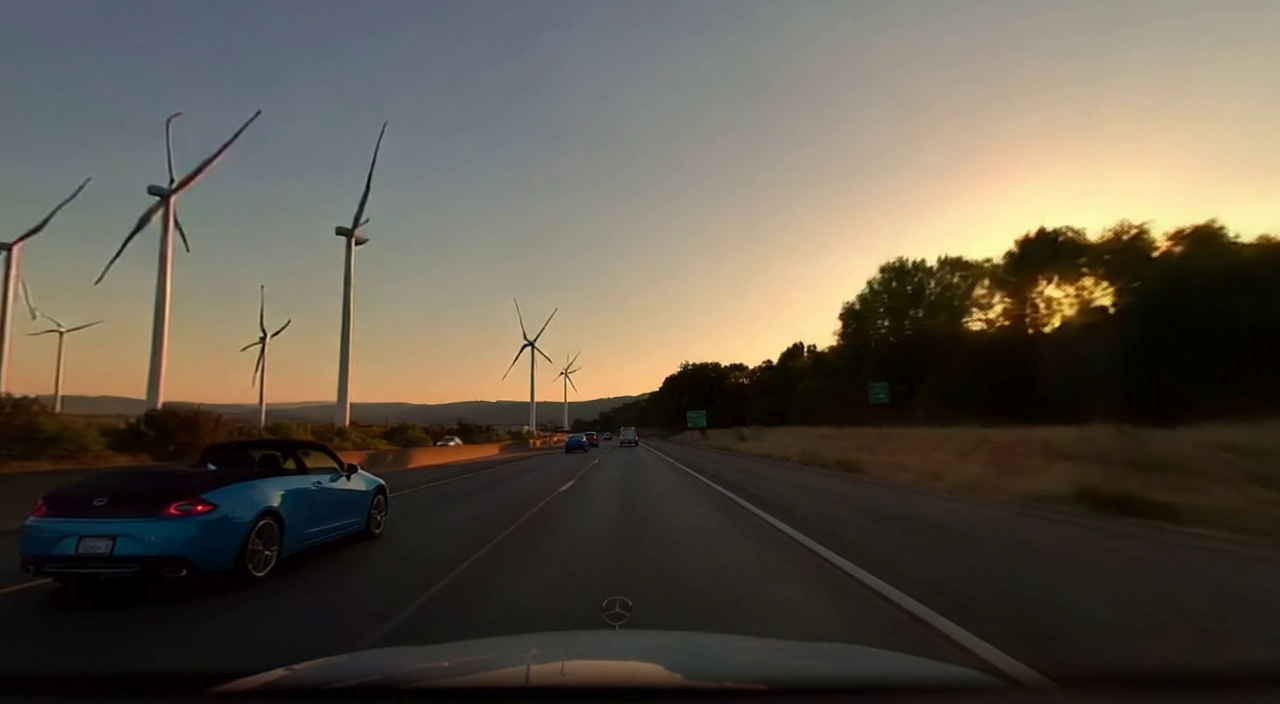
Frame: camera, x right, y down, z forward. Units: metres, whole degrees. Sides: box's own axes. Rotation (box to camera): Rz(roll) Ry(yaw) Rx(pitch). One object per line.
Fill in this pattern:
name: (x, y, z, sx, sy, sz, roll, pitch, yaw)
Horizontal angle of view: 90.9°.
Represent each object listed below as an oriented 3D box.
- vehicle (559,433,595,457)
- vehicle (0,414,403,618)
vehicle: (-4.059, 6.040, 40.925, 2.024, 1.456, 3.754, 0, -8, -1)
vehicle: (-4.249, 1.436, 6.559, 1.969, 1.413, 4.194, 0, -8, -1)
